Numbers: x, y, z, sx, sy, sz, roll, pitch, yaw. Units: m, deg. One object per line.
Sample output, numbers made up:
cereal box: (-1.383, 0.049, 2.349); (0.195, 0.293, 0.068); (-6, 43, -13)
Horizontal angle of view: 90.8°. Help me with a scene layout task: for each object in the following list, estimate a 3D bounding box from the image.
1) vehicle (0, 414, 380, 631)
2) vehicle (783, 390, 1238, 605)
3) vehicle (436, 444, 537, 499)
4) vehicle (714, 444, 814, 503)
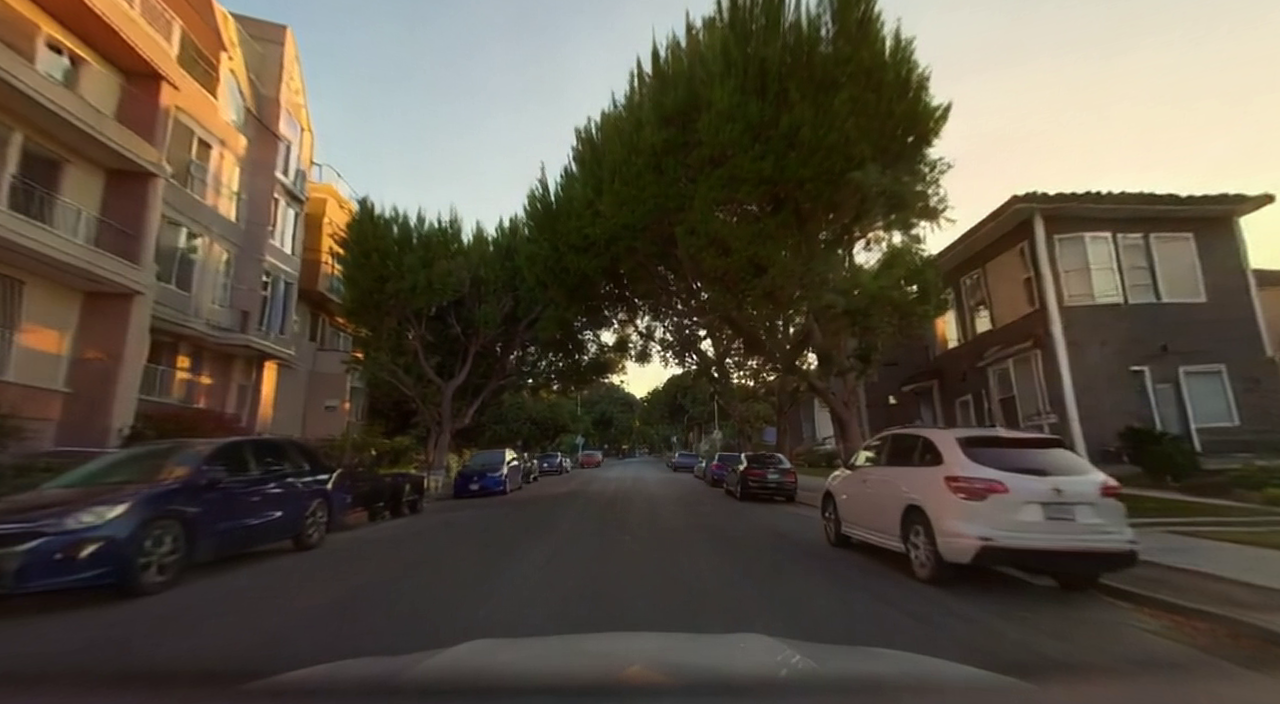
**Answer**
vehicle: (-5.613, 1.818, 7.980); (2.122, 1.722, 5.662); (-1, -9, 1)
vehicle: (3.999, 1.862, 8.725); (2.473, 1.895, 6.050); (0, -11, -1)
vehicle: (-5.432, 4.283, 23.214); (2.222, 1.735, 5.215); (-1, -8, 2)
vehicle: (3.969, 3.985, 21.299); (2.187, 1.699, 5.038); (0, -8, -2)
